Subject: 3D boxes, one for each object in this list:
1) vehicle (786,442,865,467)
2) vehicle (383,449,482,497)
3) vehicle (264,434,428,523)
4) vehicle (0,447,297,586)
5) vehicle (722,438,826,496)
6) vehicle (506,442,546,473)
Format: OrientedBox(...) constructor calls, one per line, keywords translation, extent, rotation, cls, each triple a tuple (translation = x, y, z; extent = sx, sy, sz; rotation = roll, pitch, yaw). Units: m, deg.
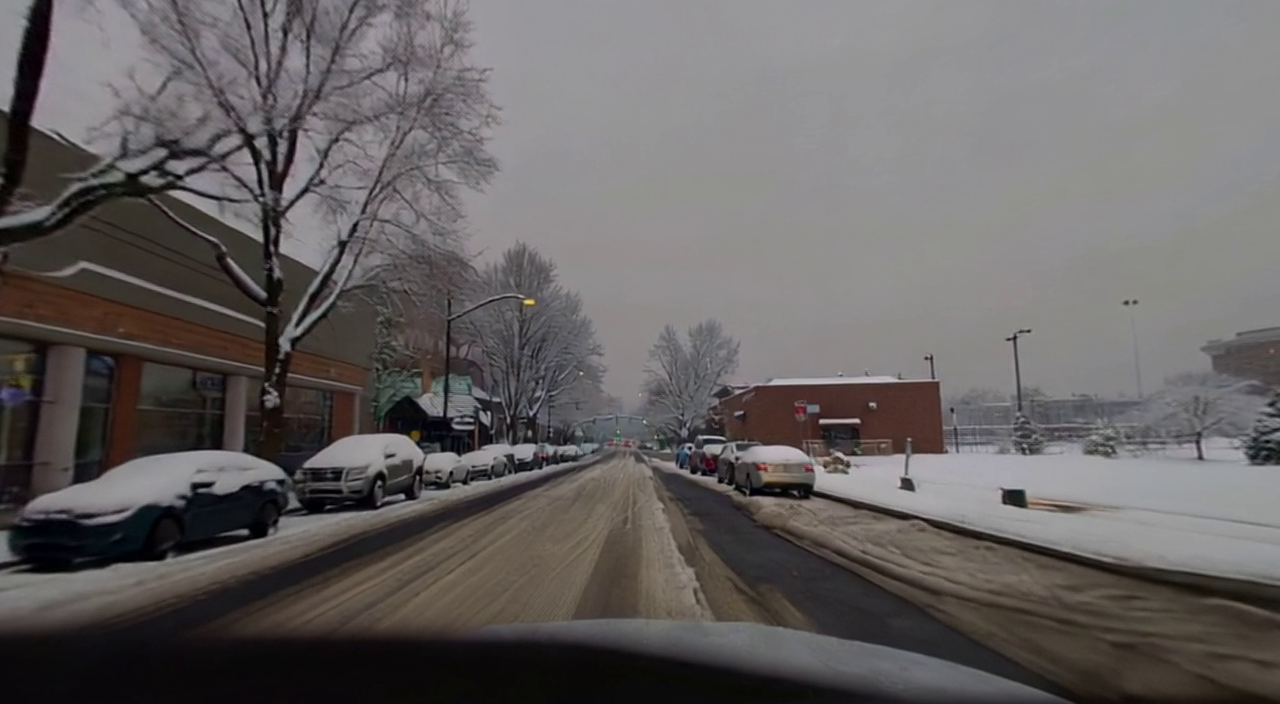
OrientedBox(translation=(11.954, 6.655, 40.739), extent=(4.499, 1.558, 2.007), rotation=(-6, -11, 28), cls="vehicle")
OrientedBox(translation=(-7.461, 4.398, 23.268), extent=(2.001, 1.502, 4.851), rotation=(-1, -9, 1), cls="vehicle")
OrientedBox(translation=(-7.352, 3.175, 16.469), extent=(2.238, 1.891, 4.780), rotation=(-1, -8, -4), cls="vehicle")
OrientedBox(translation=(-7.247, 2.236, 9.443), extent=(1.917, 1.487, 4.659), rotation=(-2, -9, -4), cls="vehicle")
OrientedBox(translation=(3.869, 3.454, 19.130), extent=(1.973, 1.494, 4.867), rotation=(0, -10, -1), cls="vehicle")
OrientedBox(translation=(-7.718, 7.262, 43.070), extent=(1.996, 1.770, 5.518), rotation=(-2, -12, -4), cls="vehicle")
